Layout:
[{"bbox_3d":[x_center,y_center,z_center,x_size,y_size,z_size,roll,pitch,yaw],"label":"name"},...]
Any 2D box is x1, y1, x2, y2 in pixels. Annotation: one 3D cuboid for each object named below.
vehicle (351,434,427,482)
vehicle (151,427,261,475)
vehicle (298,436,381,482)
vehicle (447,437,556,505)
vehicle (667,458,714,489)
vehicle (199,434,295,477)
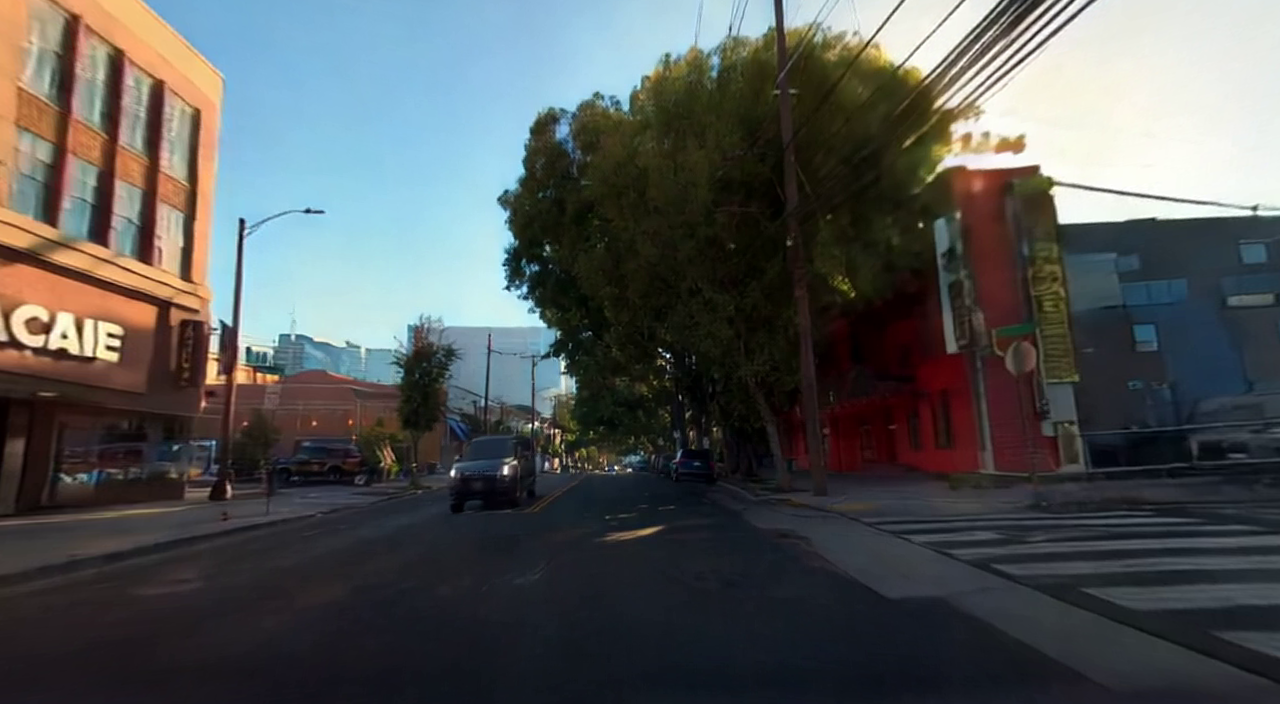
[{"bbox_3d":[-16.089,6.843,40.965,2.715,2.789,6.225,0,-9,-5],"label":"vehicle"},{"bbox_3d":[-27.649,6.334,40.684,2.249,2.760,6.636,0,-8,0],"label":"vehicle"},{"bbox_3d":[-19.022,6.713,40.434,2.256,2.668,5.979,0,-7,1],"label":"vehicle"},{"bbox_3d":[-4.367,3.836,20.920,2.495,1.966,4.846,0,-8,0],"label":"vehicle"},{"bbox_3d":[2.502,6.180,32.307,1.877,1.373,3.854,0,-8,-3],"label":"vehicle"},{"bbox_3d":[-24.945,6.593,40.464,2.288,2.514,5.886,0,-8,0],"label":"vehicle"}]
